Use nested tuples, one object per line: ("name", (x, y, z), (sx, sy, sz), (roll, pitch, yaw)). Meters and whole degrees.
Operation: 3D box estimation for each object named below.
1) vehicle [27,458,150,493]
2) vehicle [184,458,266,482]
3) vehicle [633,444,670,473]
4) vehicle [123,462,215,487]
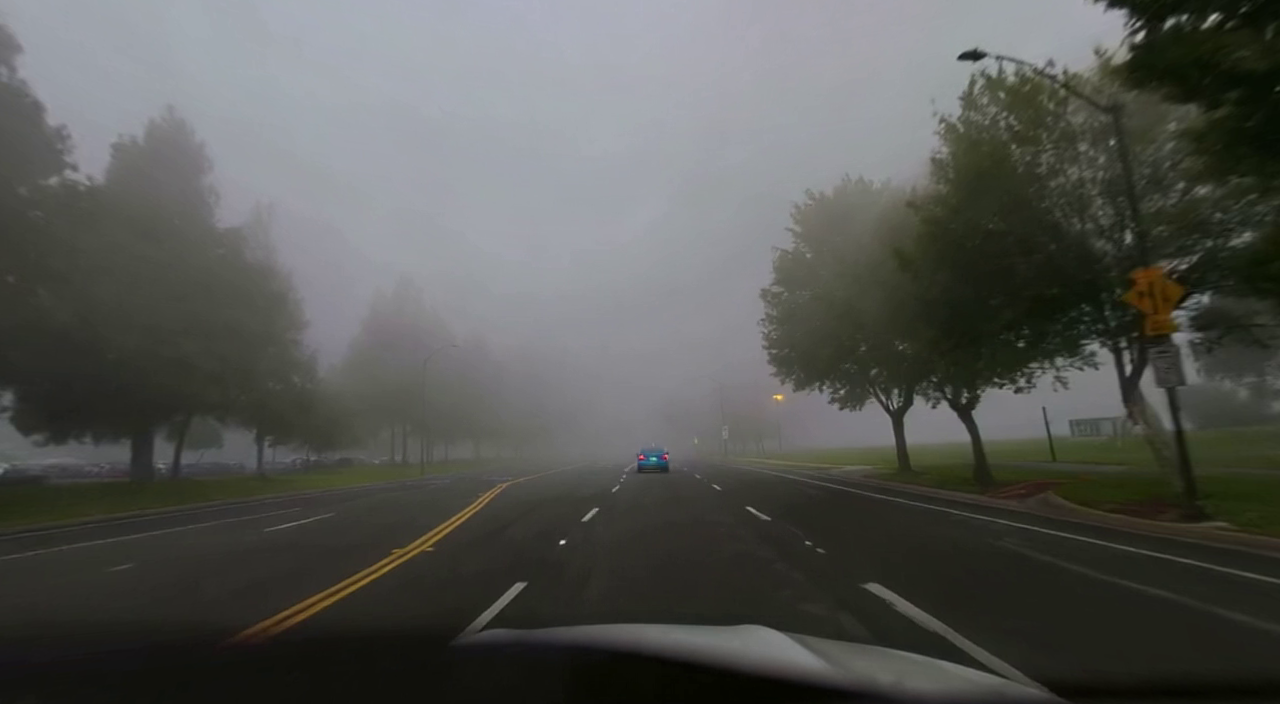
("vehicle", (-30.350, 6.789, 34.818), (4.653, 1.727, 2.126), (0, -8, -2))
("vehicle", (-29.411, 8.366, 44.774), (4.389, 1.588, 2.048), (-1, -8, 0))
("vehicle", (0.603, 6.012, 35.743), (1.978, 1.499, 3.915), (0, -8, 0))
("vehicle", (-29.749, 7.730, 39.921), (4.316, 1.438, 1.843), (-1, -8, 1))
